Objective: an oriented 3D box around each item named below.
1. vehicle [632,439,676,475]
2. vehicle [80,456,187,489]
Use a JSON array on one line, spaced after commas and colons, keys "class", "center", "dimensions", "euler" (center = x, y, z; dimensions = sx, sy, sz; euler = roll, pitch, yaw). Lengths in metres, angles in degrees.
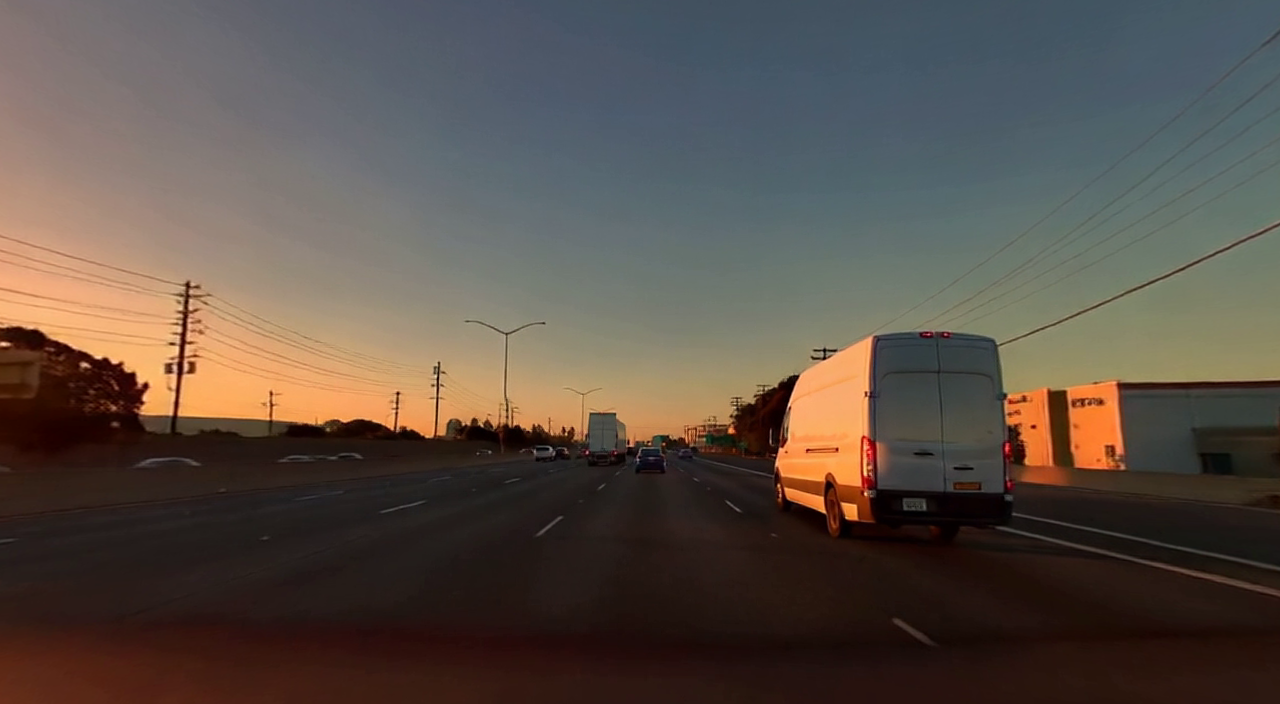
[{"class": "vehicle", "center": [0.742, 5.771, 34.965], "dimensions": [2.279, 1.837, 4.747], "euler": [0, -8, 0]}, {"class": "vehicle", "center": [-26.721, 6.364, 33.521], "dimensions": [1.867, 1.537, 4.532], "euler": [0, -8, 0]}]
